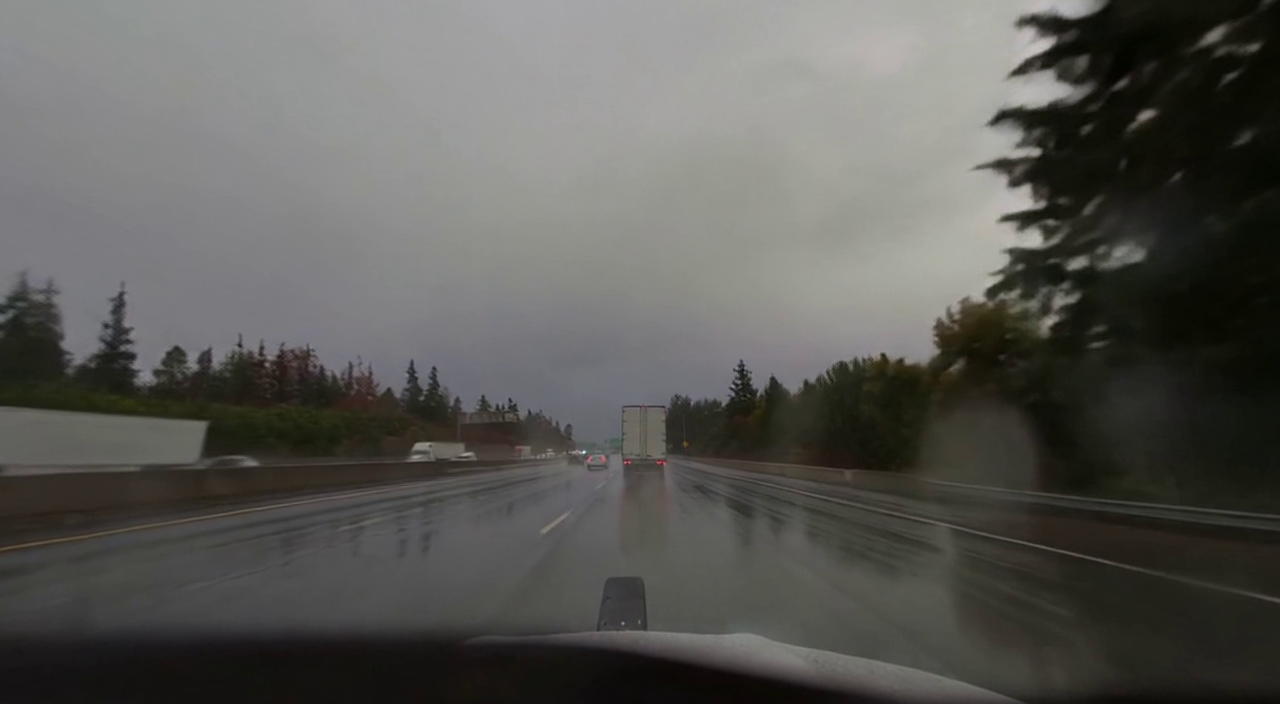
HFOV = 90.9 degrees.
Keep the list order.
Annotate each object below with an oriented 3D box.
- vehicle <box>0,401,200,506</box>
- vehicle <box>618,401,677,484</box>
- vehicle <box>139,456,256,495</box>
[{"bbox_3d":[-26.024,4.490,27.982,2.846,3.978,13.837,0,-9,1],"label":"vehicle"},{"bbox_3d":[0.237,5.419,37.163,2.875,4.056,12.312,0,-9,-1],"label":"vehicle"},{"bbox_3d":[-18.628,5.202,26.802,1.810,1.486,4.269,0,-9,1],"label":"vehicle"}]
